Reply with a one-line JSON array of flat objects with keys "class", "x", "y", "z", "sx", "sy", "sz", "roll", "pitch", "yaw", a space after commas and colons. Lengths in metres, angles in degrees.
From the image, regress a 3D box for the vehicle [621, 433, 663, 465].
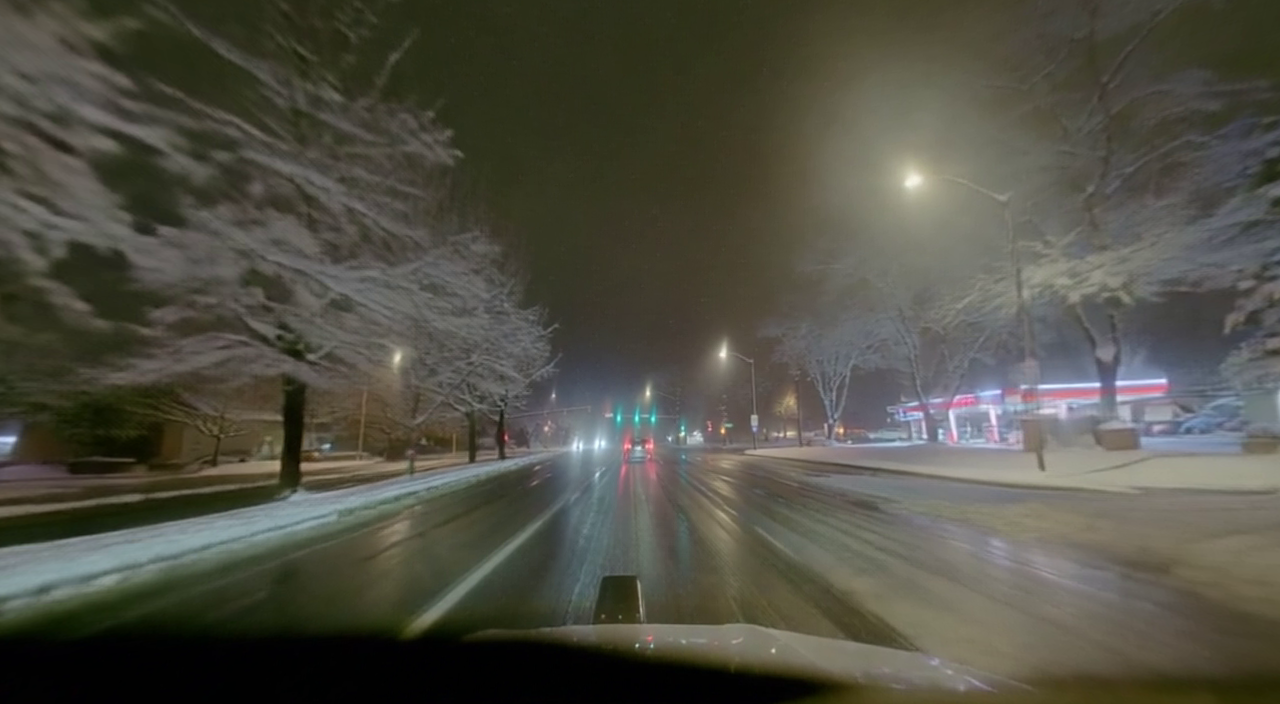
[{"class": "vehicle", "x": 0.091, "y": 5.524, "z": 35.864, "sx": 2.213, "sy": 1.715, "sz": 4.242, "roll": 0, "pitch": -8, "yaw": 0}]
